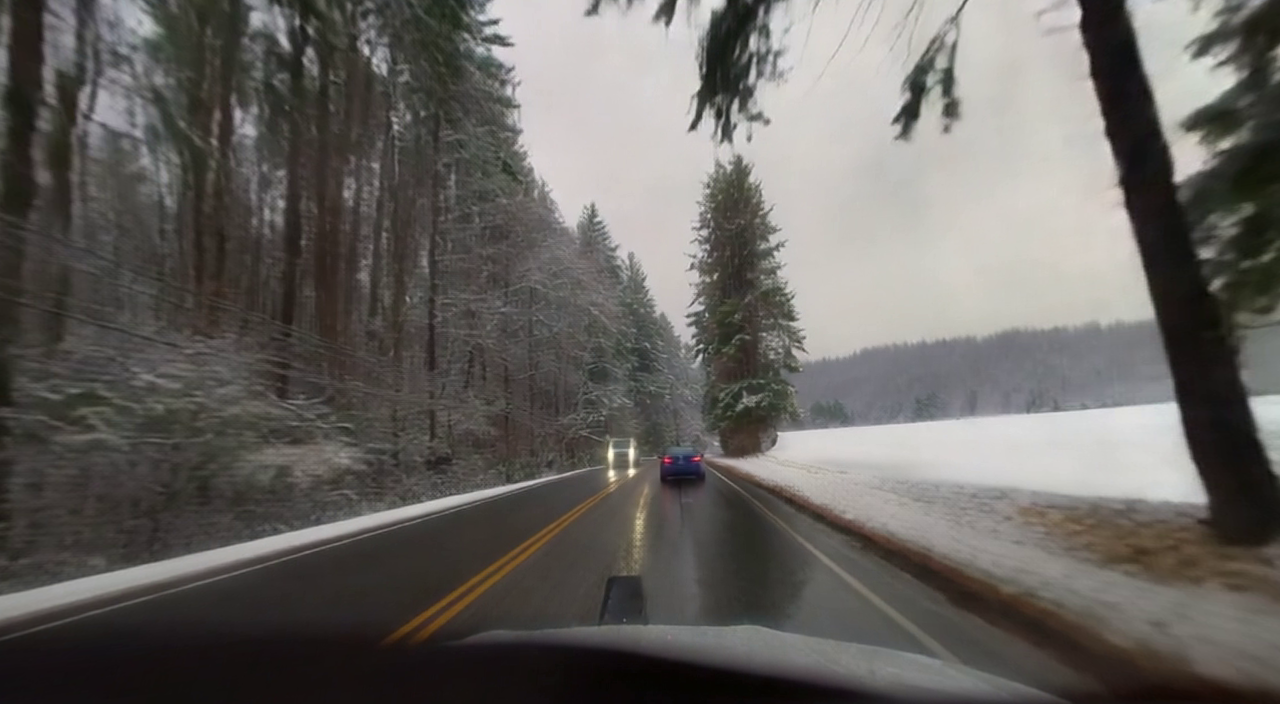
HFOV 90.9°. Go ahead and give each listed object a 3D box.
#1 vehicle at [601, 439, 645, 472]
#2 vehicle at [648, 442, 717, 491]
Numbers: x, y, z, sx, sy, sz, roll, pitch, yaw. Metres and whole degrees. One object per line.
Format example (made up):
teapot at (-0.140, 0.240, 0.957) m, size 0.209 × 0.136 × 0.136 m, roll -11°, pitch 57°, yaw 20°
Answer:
vehicle at (-1.002, 6.610, 40.544) m, size 2.291 × 1.975 × 4.308 m, roll -1°, pitch -9°, yaw 5°
vehicle at (1.520, 4.133, 23.156) m, size 2.274 × 1.583 × 4.349 m, roll 0°, pitch -9°, yaw 3°
